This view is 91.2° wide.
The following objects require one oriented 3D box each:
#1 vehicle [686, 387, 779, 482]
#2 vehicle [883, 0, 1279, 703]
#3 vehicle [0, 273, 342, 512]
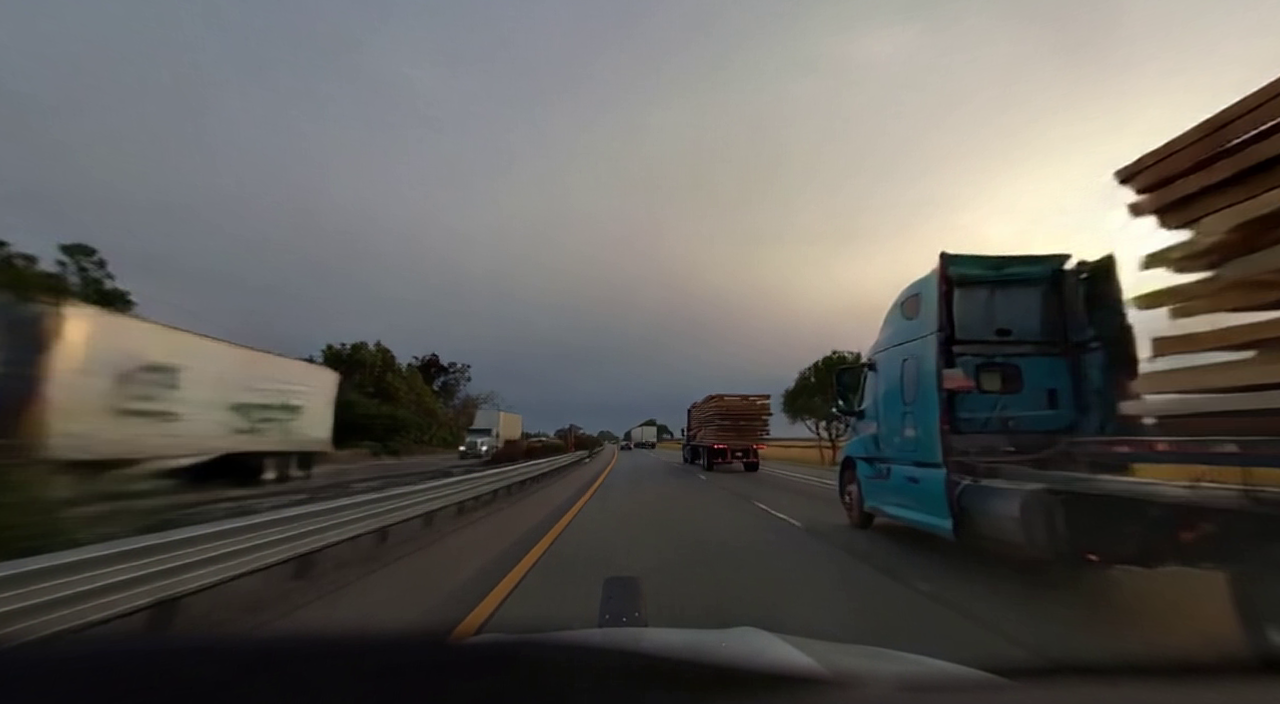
[{"bbox_3d":[4.536,4.667,35.194,3.023,4.054,16.882,0,-8,1],"label":"vehicle"},{"bbox_3d":[4.817,-0.486,0.964,3.024,4.065,13.796,-1,-7,-2],"label":"vehicle"},{"bbox_3d":[-12.227,1.492,15.842,2.918,3.962,13.528,0,-9,-1],"label":"vehicle"}]
